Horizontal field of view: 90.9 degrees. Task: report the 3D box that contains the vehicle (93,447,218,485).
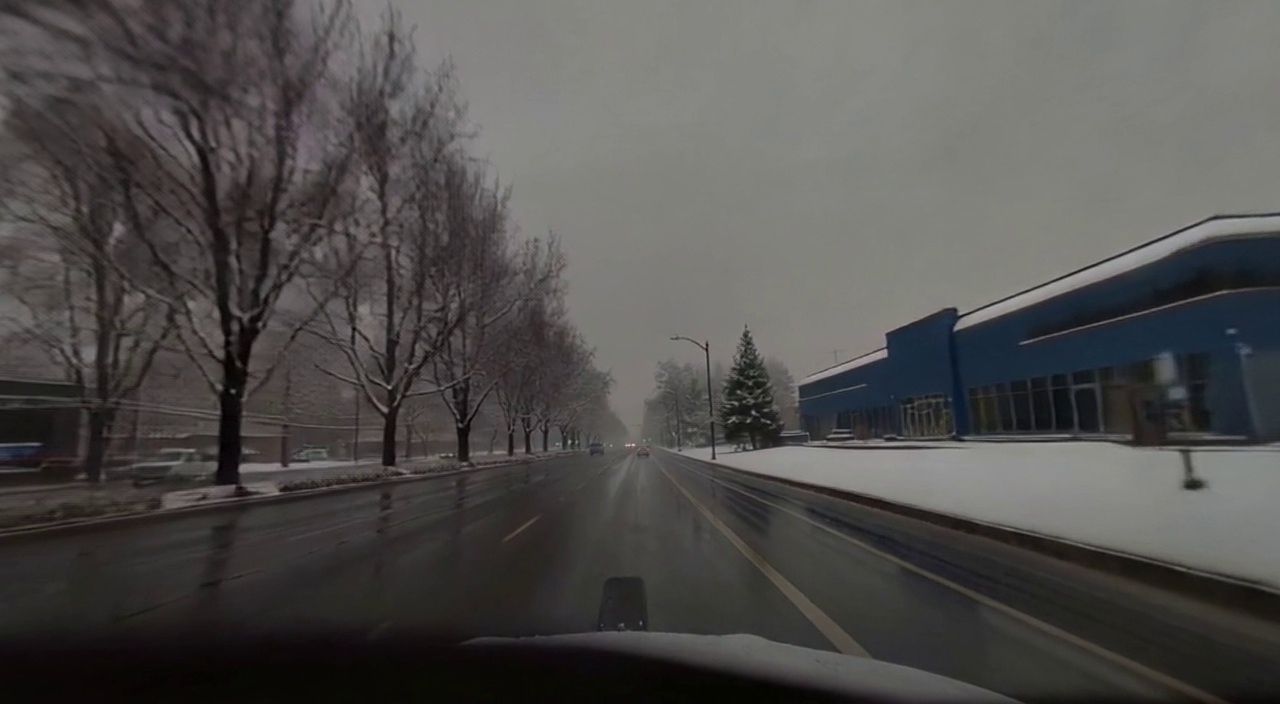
[{"bbox_3d":[-27.157,6.376,35.720,2.400,1.926,5.817,0,-9,1],"label":"vehicle"}]
